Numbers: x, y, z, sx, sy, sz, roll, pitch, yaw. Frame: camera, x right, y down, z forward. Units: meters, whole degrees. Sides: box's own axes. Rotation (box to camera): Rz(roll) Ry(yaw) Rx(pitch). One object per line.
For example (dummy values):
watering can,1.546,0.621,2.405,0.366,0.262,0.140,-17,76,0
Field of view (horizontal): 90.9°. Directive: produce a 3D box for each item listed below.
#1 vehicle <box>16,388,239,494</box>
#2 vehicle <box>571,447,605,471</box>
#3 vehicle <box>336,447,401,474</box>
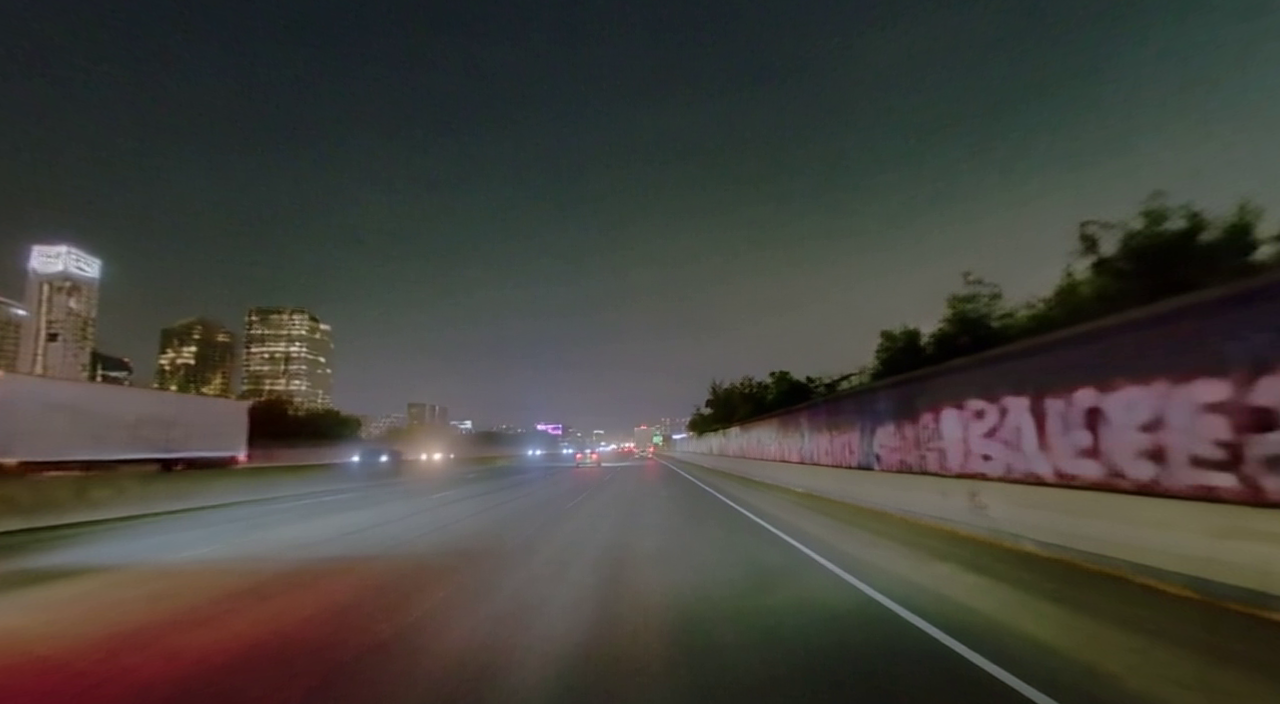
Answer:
vehicle,-22.075,4.008,28.095,2.850,4.006,8.213,0,-9,0
vehicle,-3.287,6.854,40.529,1.803,1.466,4.509,0,-9,0
vehicle,-17.998,7.186,42.063,1.980,1.638,5.194,0,-9,0
